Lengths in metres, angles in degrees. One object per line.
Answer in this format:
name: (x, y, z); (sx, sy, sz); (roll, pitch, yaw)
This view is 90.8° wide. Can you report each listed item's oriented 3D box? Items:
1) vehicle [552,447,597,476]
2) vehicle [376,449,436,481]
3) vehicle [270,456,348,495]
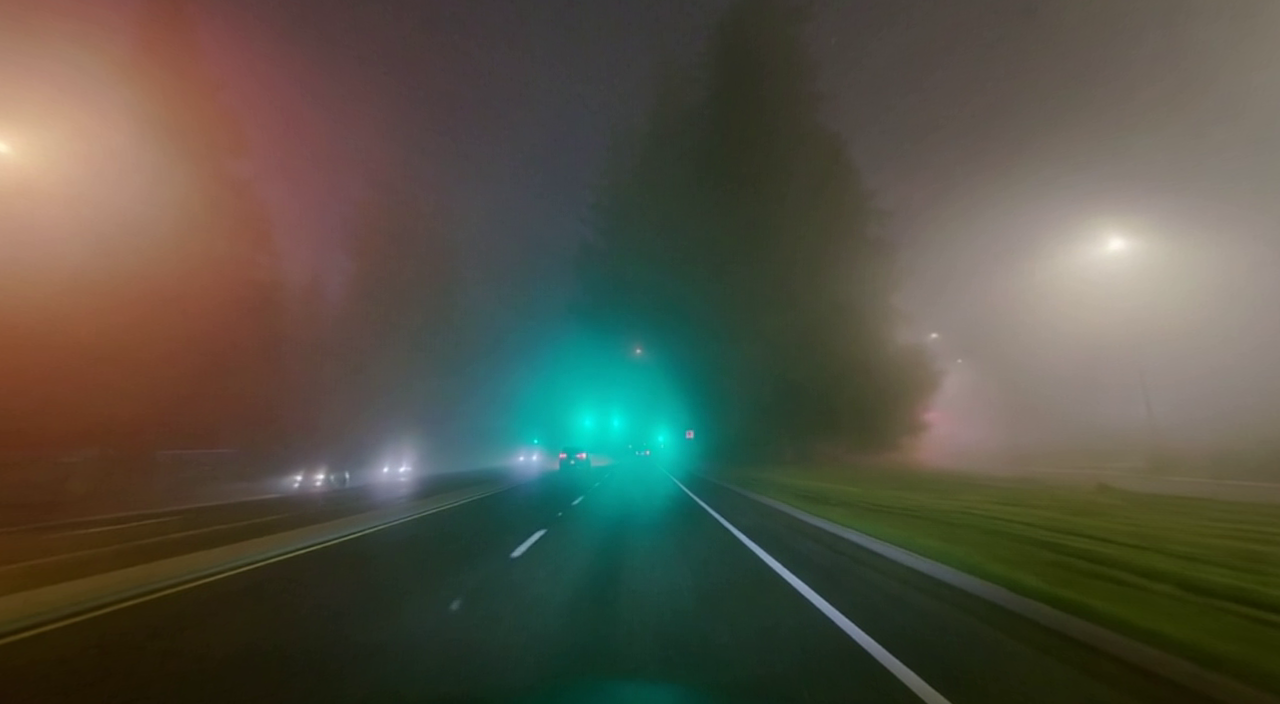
vehicle: (-3.486, 5.910, 34.269); (1.992, 1.447, 4.044); (0, -9, 0)
vehicle: (-17.406, 8.373, 47.275); (2.255, 1.987, 5.723); (-4, -8, 1)
vehicle: (-17.496, 6.514, 33.661); (1.948, 1.602, 4.544); (-4, -7, -3)
